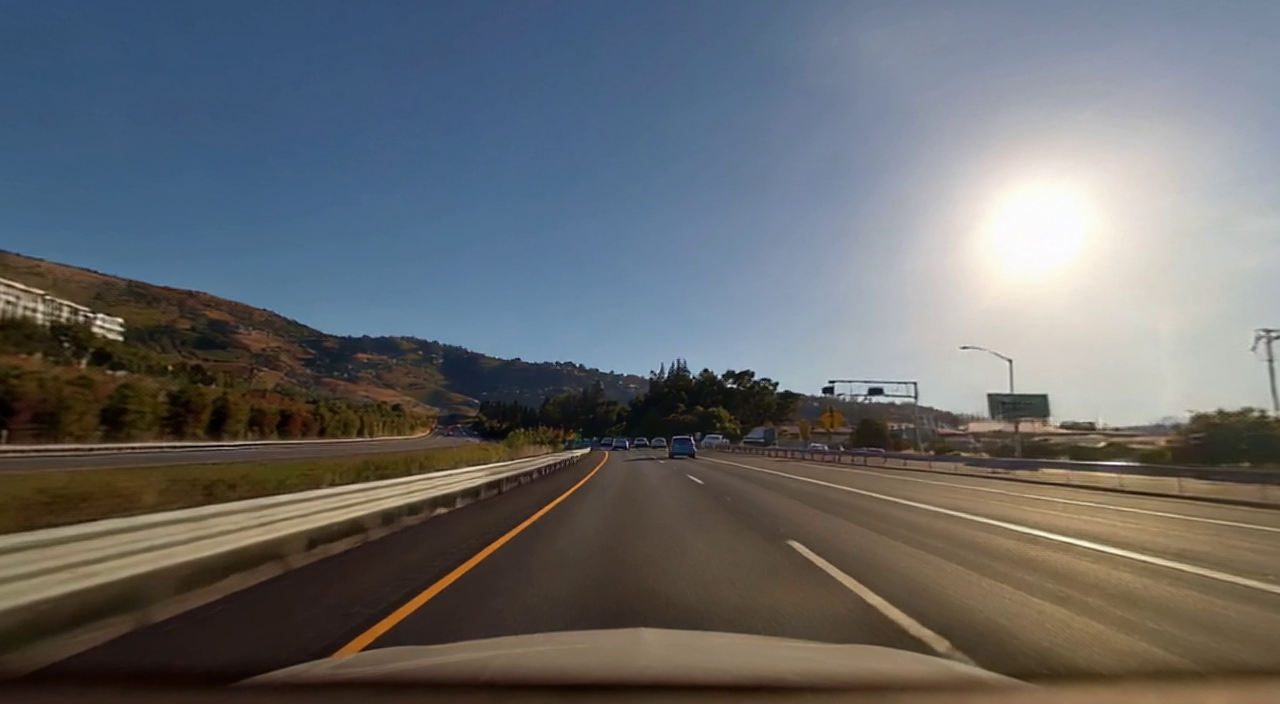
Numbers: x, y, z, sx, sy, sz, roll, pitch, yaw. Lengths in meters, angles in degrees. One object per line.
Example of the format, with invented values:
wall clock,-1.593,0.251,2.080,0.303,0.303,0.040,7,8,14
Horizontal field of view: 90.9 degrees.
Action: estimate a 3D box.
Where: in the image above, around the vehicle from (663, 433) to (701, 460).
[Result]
vehicle,2.943,6.821,45.509,2.210,1.815,4.571,0,-8,-3
